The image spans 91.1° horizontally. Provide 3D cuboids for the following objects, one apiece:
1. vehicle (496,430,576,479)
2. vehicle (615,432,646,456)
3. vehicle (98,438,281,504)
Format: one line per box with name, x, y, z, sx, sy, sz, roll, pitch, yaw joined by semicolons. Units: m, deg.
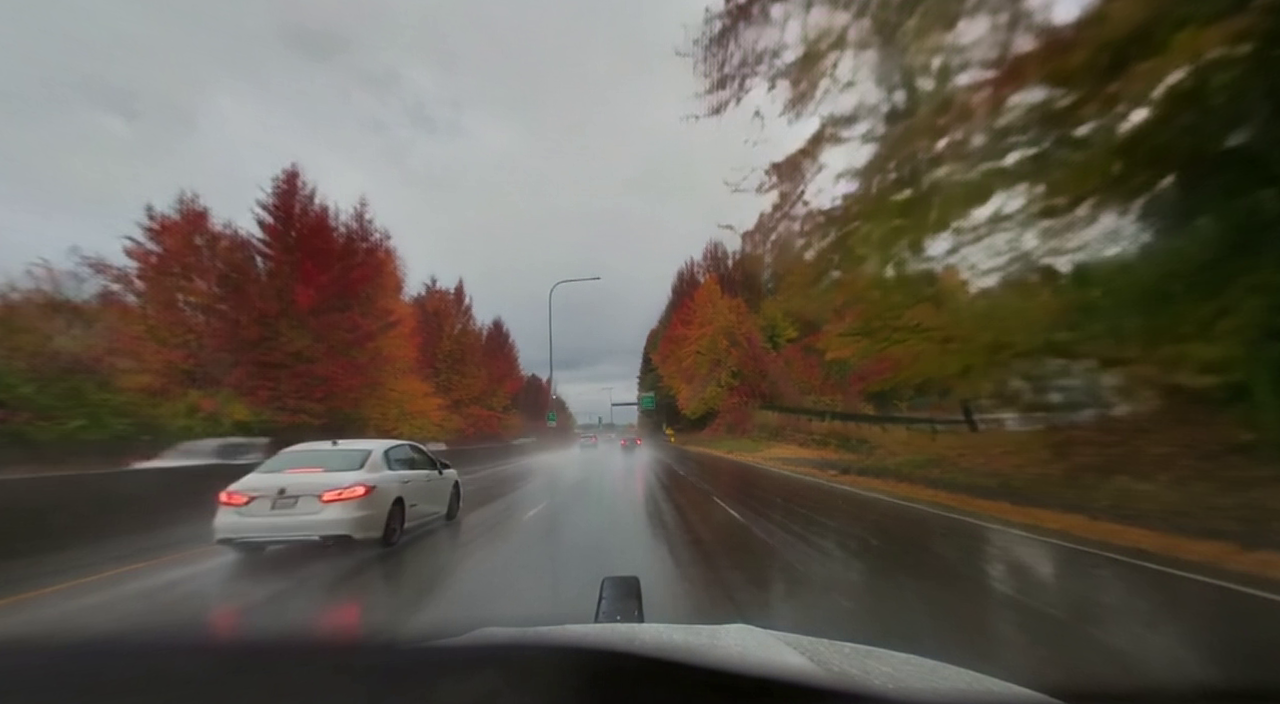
vehicle;-3.461;3.527;21.904;1.989;1.497;4.645;0;-8;0
vehicle;-0.659;6.444;44.163;2.054;1.609;3.859;0;-8;0
vehicle;-11.970;3.131;17.148;1.903;1.544;4.199;0;-8;-1
